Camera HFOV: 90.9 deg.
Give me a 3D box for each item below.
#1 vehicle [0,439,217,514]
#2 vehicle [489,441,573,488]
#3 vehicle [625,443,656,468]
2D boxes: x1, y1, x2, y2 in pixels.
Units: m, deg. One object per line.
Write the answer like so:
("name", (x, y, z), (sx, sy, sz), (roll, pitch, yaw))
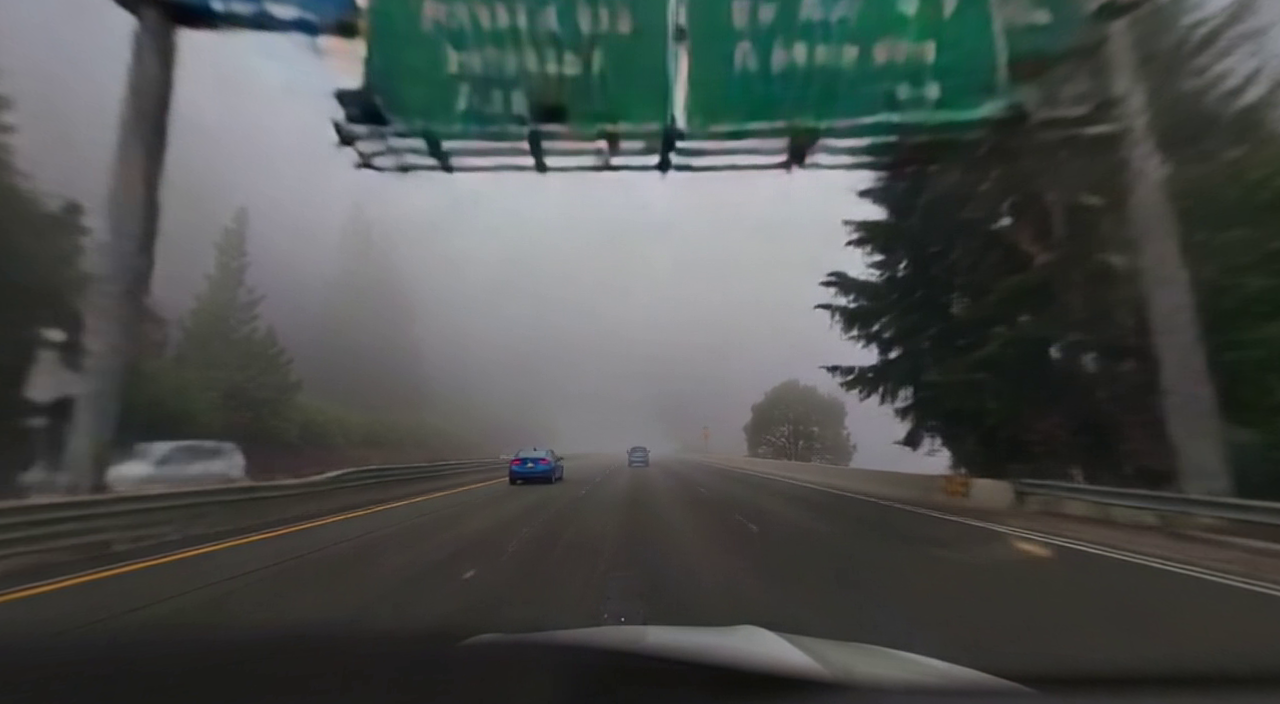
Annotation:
("vehicle", (-13.226, 3.027, 15.920), (1.927, 1.601, 4.480), (0, -9, 0))
("vehicle", (-3.773, 3.993, 22.758), (2.157, 1.483, 4.601), (0, -9, 1))
("vehicle", (0.049, 6.933, 42.478), (2.011, 1.590, 3.607), (0, -9, 0))
